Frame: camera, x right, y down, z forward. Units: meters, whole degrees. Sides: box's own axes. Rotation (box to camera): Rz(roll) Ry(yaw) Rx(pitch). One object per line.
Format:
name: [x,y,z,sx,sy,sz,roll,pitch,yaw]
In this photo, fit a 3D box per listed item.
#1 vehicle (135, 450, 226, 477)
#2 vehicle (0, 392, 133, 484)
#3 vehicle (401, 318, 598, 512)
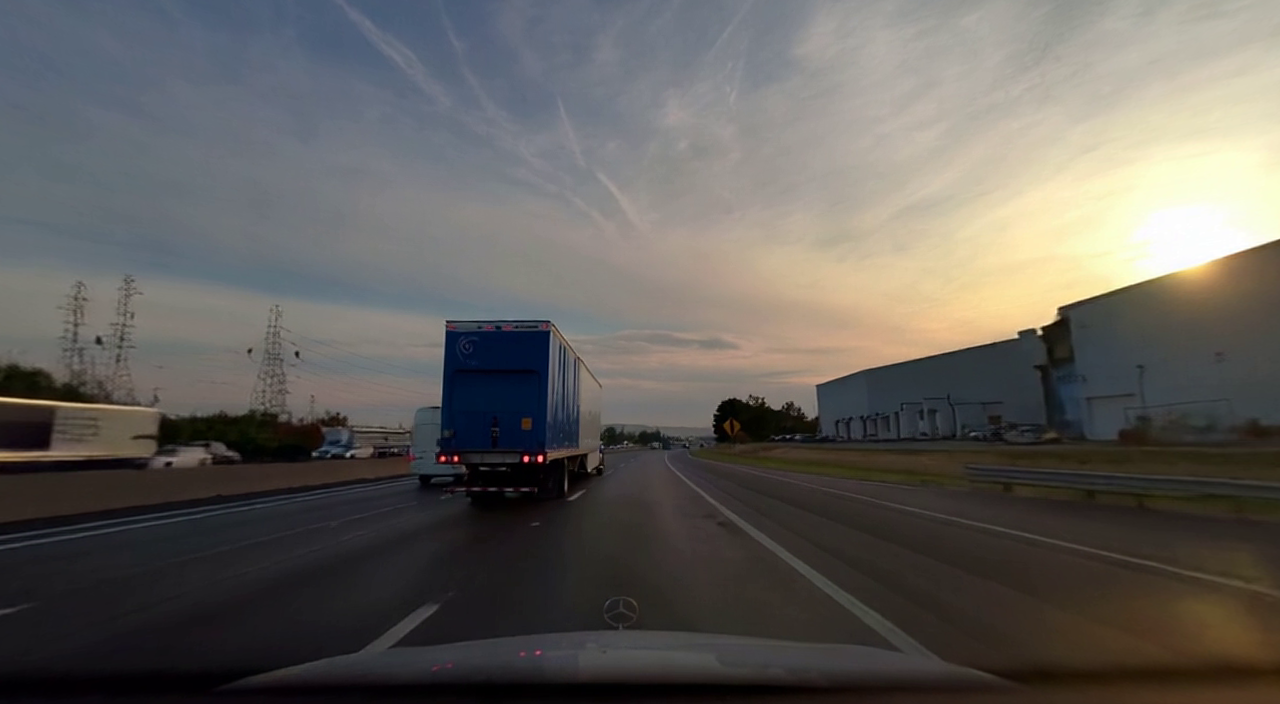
vehicle: [-27.175,6.575,37.560,1.842,1.471,4.699,0,-8,0]
vehicle: [-30.851,3.764,27.635,3.319,4.166,16.790,0,-8,1]
vehicle: [-3.514,2.491,21.584,2.939,4.132,16.303,0,-8,0]
